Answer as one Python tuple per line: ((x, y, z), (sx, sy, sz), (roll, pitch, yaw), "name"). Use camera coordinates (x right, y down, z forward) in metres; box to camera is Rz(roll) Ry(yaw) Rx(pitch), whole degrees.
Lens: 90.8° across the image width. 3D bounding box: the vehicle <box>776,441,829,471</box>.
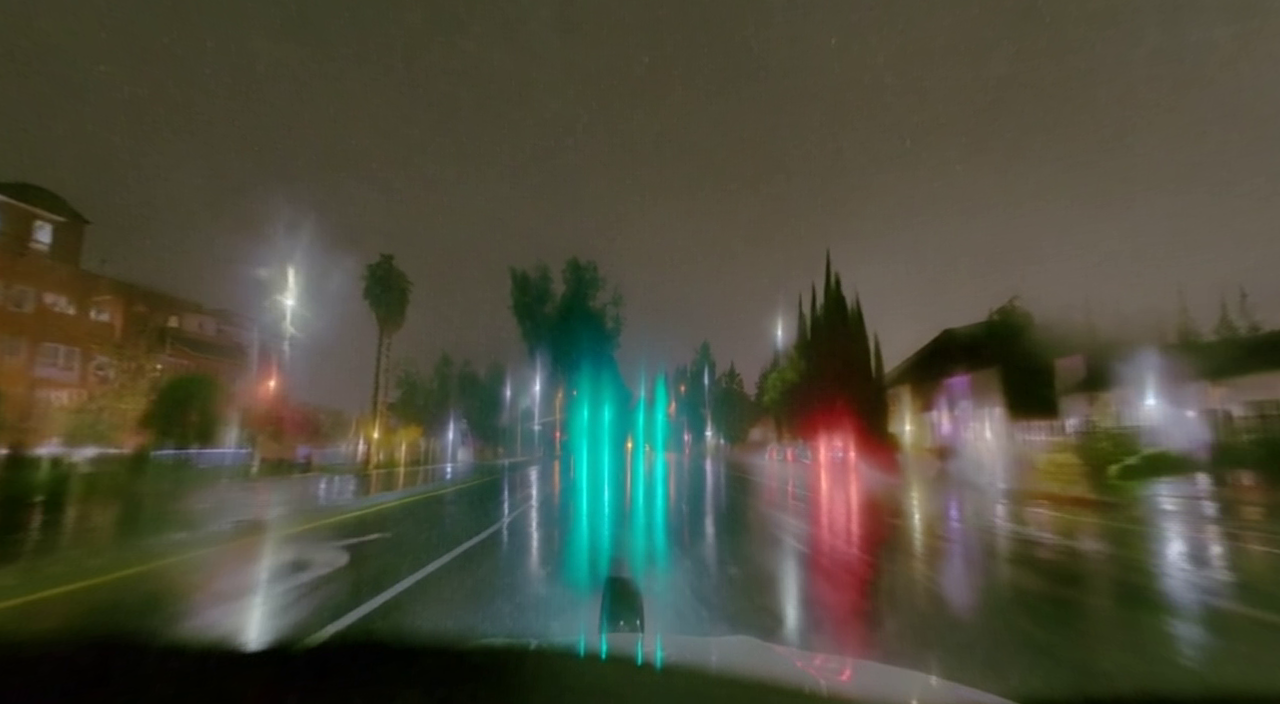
((9.813, 6.296, 38.533), (2.044, 1.705, 4.668), (0, -9, 1), "vehicle")
